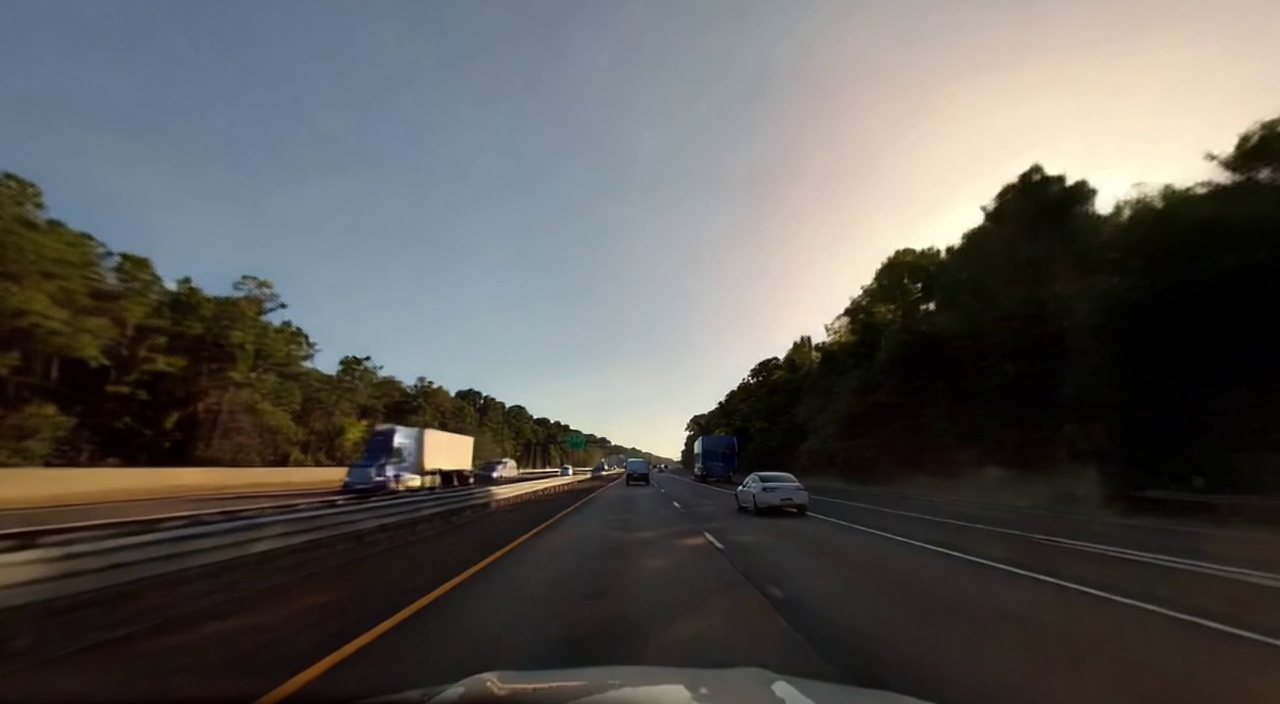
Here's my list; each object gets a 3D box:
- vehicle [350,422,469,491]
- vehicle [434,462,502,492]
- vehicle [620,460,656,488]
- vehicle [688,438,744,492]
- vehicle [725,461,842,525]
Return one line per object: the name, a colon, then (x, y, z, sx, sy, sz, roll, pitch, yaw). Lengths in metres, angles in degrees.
vehicle: (-13.417, 6.371, 37.986, 3.347, 3.521, 9.713, 0, -10, 1)
vehicle: (-9.297, 6.832, 34.585, 2.180, 1.464, 5.054, 0, -10, 1)
vehicle: (-0.107, 8.047, 41.591, 2.212, 1.717, 4.452, 0, -10, 1)
vehicle: (4.533, 6.949, 38.782, 2.563, 2.975, 6.941, 1, -10, 0)
vehicle: (3.882, 3.957, 18.105, 2.073, 1.532, 4.969, 1, -10, -2)
